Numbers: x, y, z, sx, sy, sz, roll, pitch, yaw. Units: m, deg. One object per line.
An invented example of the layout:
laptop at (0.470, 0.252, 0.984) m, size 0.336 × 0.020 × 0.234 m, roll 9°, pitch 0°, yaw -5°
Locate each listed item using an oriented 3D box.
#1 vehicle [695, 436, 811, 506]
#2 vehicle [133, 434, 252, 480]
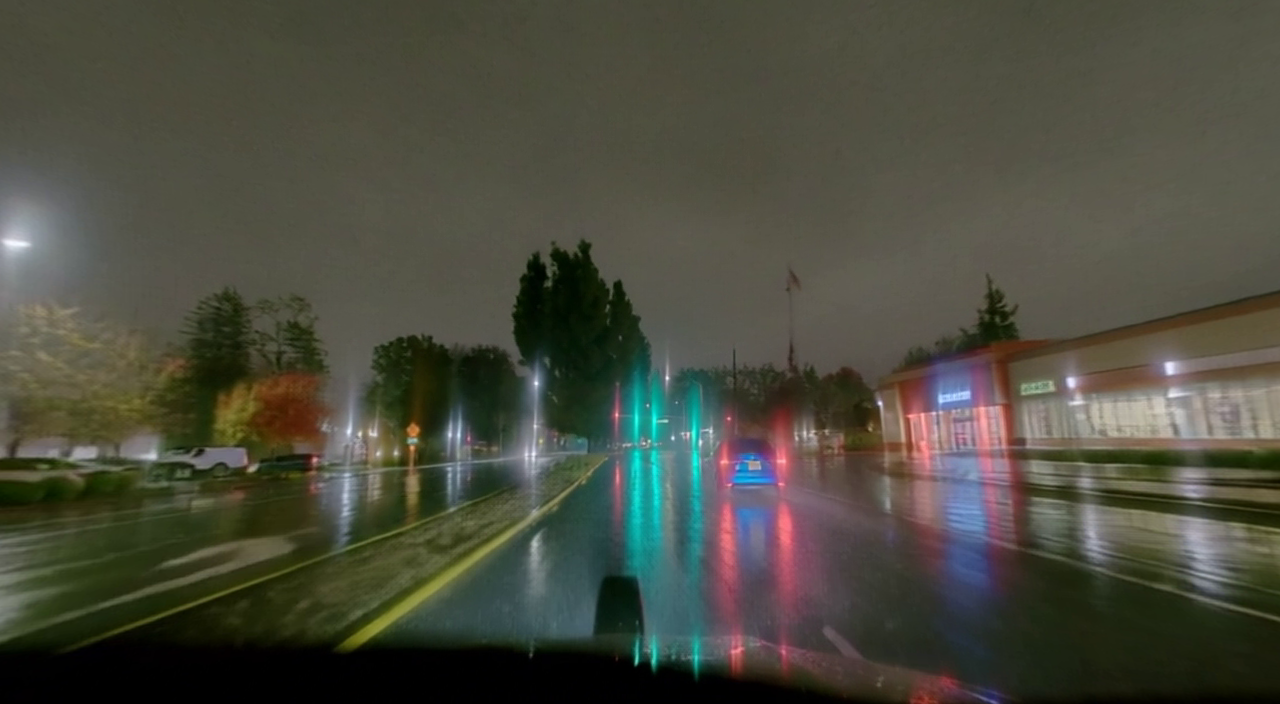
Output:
vehicle at (2.646, 2.915, 15.877) m, size 2.015 × 1.479 × 4.444 m, roll 0°, pitch -9°, yaw -1°
vehicle at (-28.229, 6.643, 40.030) m, size 5.802 × 2.743 × 2.245 m, roll 5°, pitch -10°, yaw -32°
